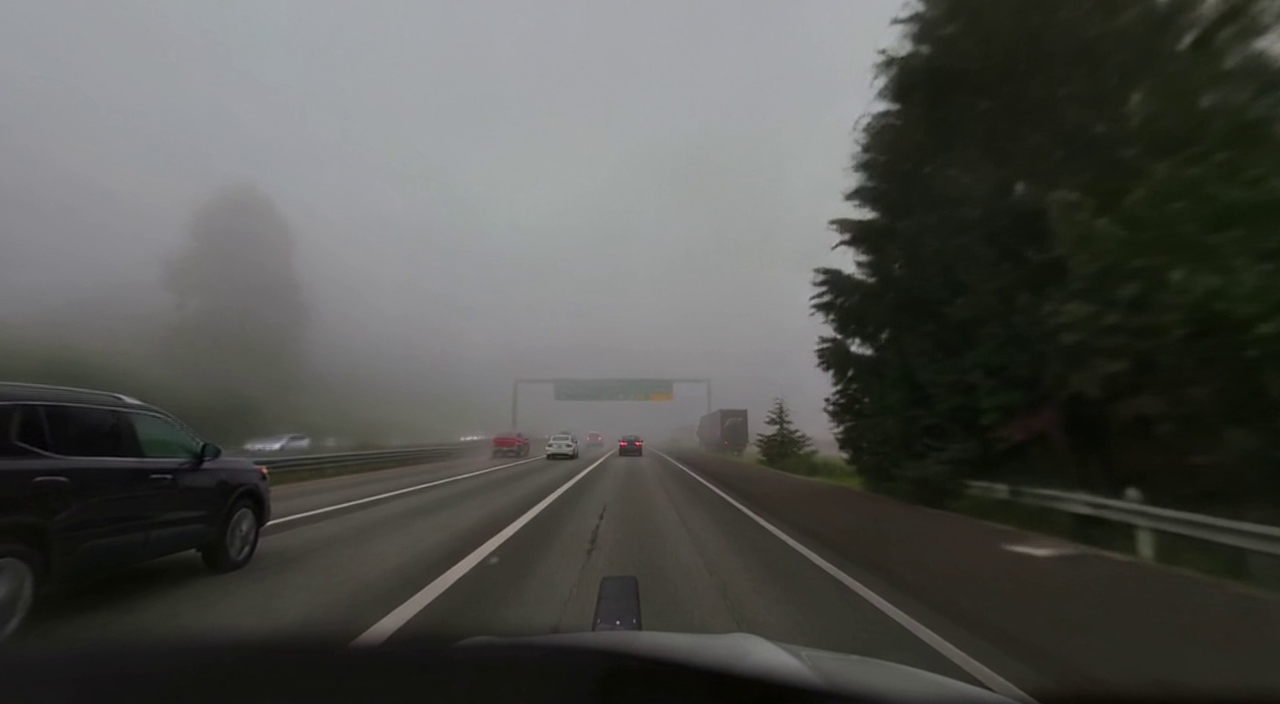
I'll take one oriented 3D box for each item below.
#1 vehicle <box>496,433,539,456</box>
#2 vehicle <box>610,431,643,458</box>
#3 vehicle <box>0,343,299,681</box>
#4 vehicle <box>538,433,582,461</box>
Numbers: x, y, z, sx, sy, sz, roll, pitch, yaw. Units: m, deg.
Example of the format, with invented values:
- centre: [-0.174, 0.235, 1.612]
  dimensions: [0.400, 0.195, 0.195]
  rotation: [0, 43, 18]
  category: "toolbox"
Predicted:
- centre: [-8.295, 6.314, 43.109]
  dimensions: [1.953, 1.524, 4.863]
  rotation: [0, -8, 0]
  category: "vehicle"
- centre: [-0.831, 5.785, 39.622]
  dimensions: [2.002, 1.611, 3.778]
  rotation: [0, -8, 0]
  category: "vehicle"
- centre: [-4.485, 0.984, 4.231]
  dimensions: [1.971, 1.822, 4.366]
  rotation: [0, -8, -1]
  category: "vehicle"
- centre: [-4.421, 5.311, 35.291]
  dimensions: [1.909, 1.445, 4.087]
  rotation: [0, -8, 0]
  category: "vehicle"
